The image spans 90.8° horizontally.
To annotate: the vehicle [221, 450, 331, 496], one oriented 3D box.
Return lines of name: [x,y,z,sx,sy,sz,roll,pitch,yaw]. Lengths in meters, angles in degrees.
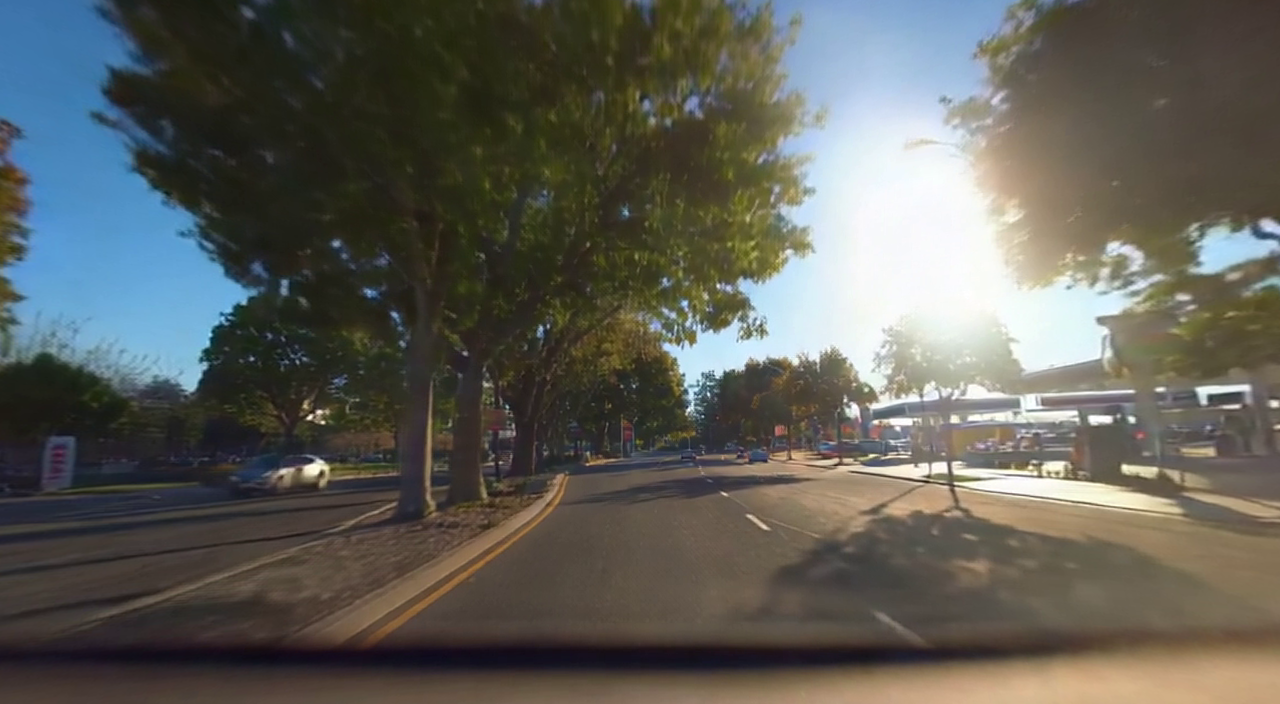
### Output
vehicle: [-16.580,5.493,29.130,2.191,1.879,4.675,0,-9,2]
